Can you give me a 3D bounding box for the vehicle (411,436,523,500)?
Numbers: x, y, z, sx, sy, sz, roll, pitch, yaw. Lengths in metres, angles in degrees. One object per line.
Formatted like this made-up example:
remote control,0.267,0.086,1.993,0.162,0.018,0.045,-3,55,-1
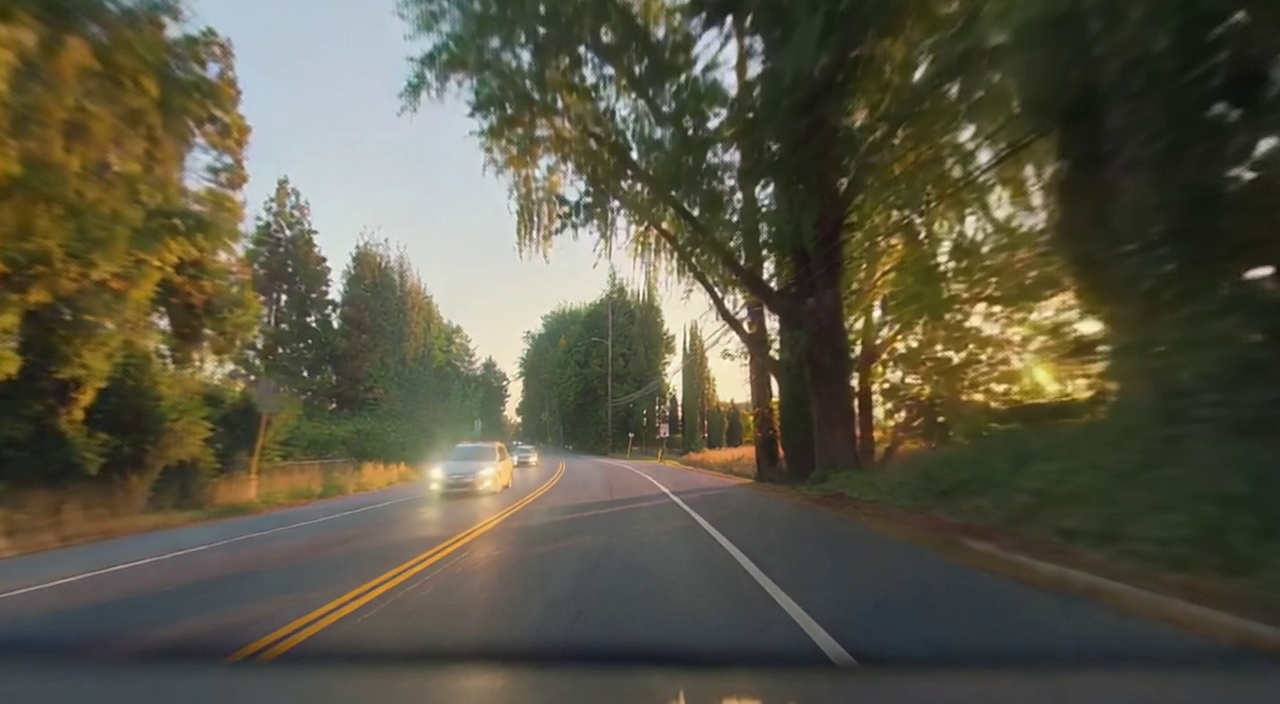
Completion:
vehicle,-4.956,3.392,18.861,2.165,1.648,4.605,1,-9,-2
